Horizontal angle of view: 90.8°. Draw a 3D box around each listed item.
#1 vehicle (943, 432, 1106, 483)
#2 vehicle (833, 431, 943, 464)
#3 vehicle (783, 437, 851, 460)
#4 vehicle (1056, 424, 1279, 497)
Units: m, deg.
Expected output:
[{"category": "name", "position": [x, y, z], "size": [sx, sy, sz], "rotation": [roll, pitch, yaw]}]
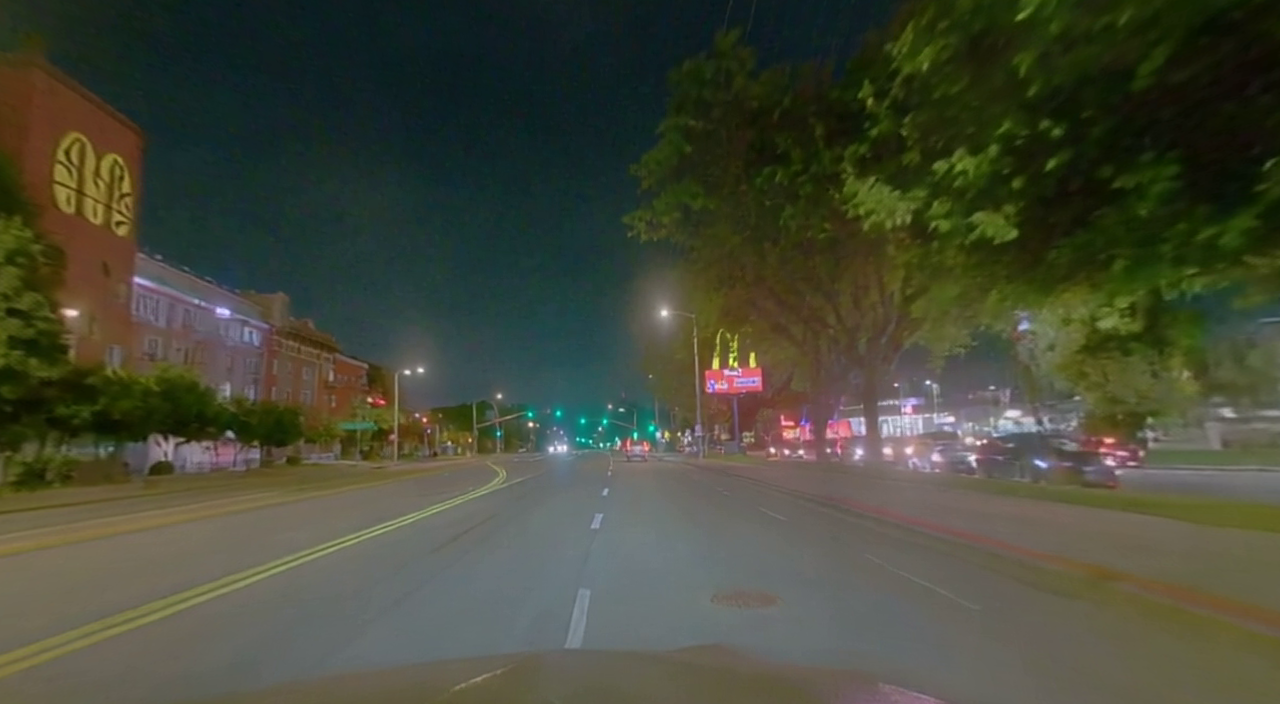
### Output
[{"category": "vehicle", "position": [13.660, 3.743, 22.639], "size": [4.538, 1.433, 2.023], "rotation": [-3, -7, -4]}, {"category": "vehicle", "position": [12.937, 4.998, 33.235], "size": [4.769, 1.636, 2.281], "rotation": [0, -9, -3]}, {"category": "vehicle", "position": [13.178, 7.213, 47.142], "size": [4.395, 1.497, 1.975], "rotation": [-1, -8, -2]}, {"category": "vehicle", "position": [14.353, 2.885, 17.062], "size": [4.722, 1.483, 2.119], "rotation": [-4, -8, -3]}]
